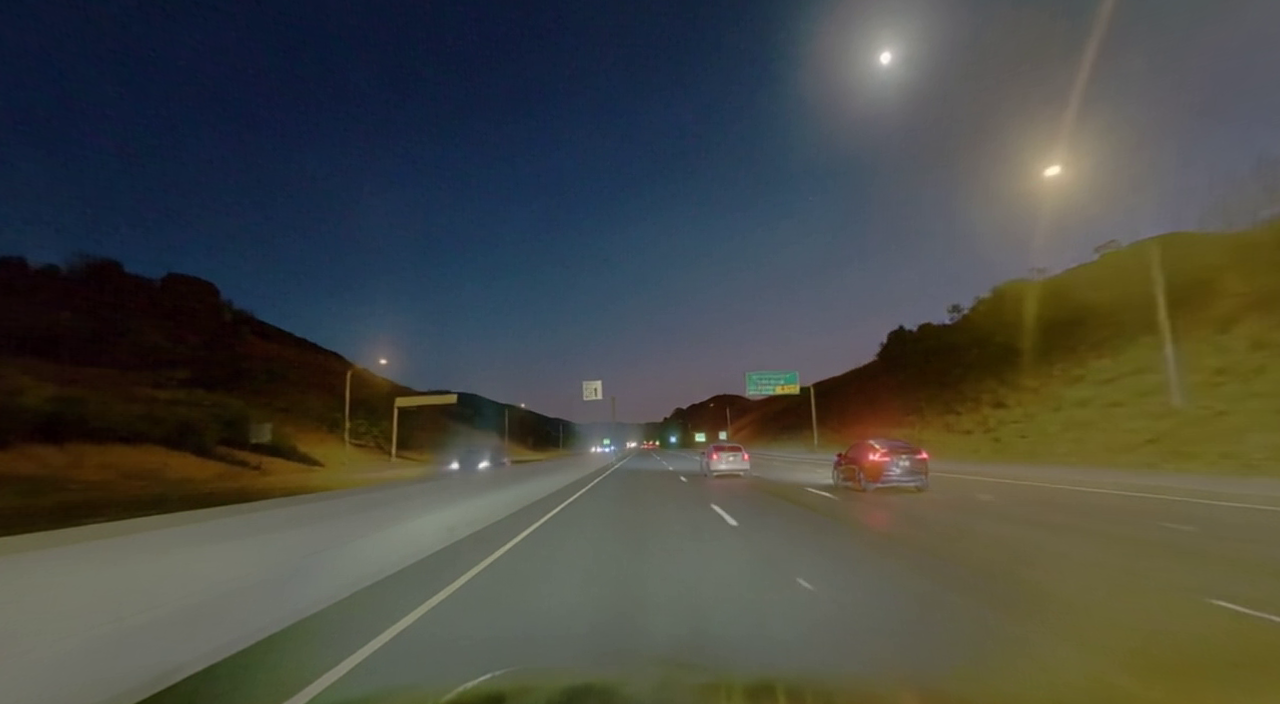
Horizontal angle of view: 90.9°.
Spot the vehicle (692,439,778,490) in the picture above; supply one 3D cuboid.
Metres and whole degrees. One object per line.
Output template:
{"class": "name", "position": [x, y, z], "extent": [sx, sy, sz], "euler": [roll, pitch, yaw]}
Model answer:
{"class": "vehicle", "position": [2.921, 3.554, 20.303], "extent": [2.044, 1.444, 4.216], "euler": [0, -8, -1]}

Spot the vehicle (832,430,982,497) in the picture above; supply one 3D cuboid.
{"class": "vehicle", "position": [6.961, 2.956, 17.139], "extent": [1.988, 1.530, 4.777], "euler": [0, -8, 0]}

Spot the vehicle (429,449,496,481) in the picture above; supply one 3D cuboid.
{"class": "vehicle", "position": [-8.998, 5.758, 32.392], "extent": [2.089, 1.460, 4.488], "euler": [-1, -8, 0]}
